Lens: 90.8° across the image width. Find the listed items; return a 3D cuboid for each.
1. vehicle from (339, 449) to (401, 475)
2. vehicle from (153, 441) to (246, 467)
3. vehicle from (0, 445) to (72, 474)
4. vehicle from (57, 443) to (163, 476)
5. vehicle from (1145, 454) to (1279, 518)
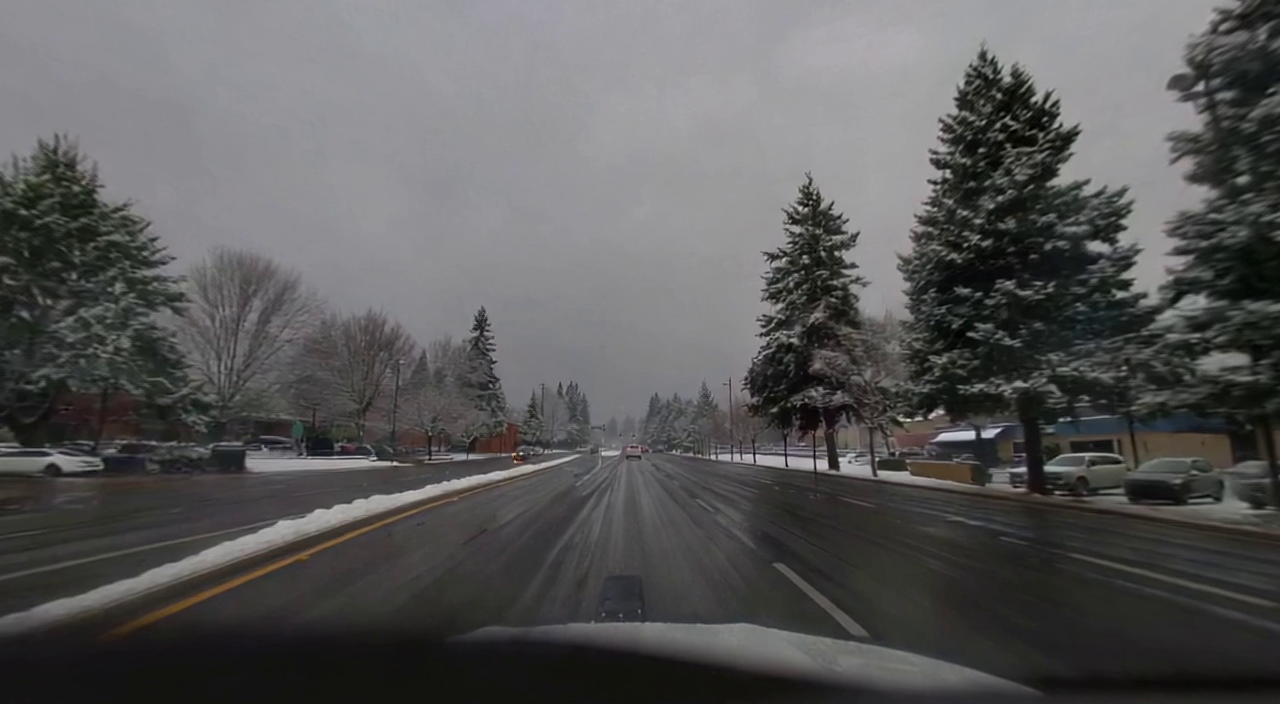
[{"bbox_3d":[-16.415,6.679,38.624,1.876,1.460,4.433,0,-8,-1],"label":"vehicle"},{"bbox_3d":[-30.658,7.101,44.199,5.107,1.753,1.963,5,-10,-31],"label":"vehicle"},{"bbox_3d":[-35.138,6.076,35.964,1.736,1.414,4.170,2,-8,-2],"label":"vehicle"},{"bbox_3d":[-29.580,5.989,35.494,1.950,1.696,4.597,0,-8,0],"label":"vehicle"},{"bbox_3d":[20.394,4.401,21.041,5.097,1.936,2.254,0,-9,1],"label":"vehicle"}]
